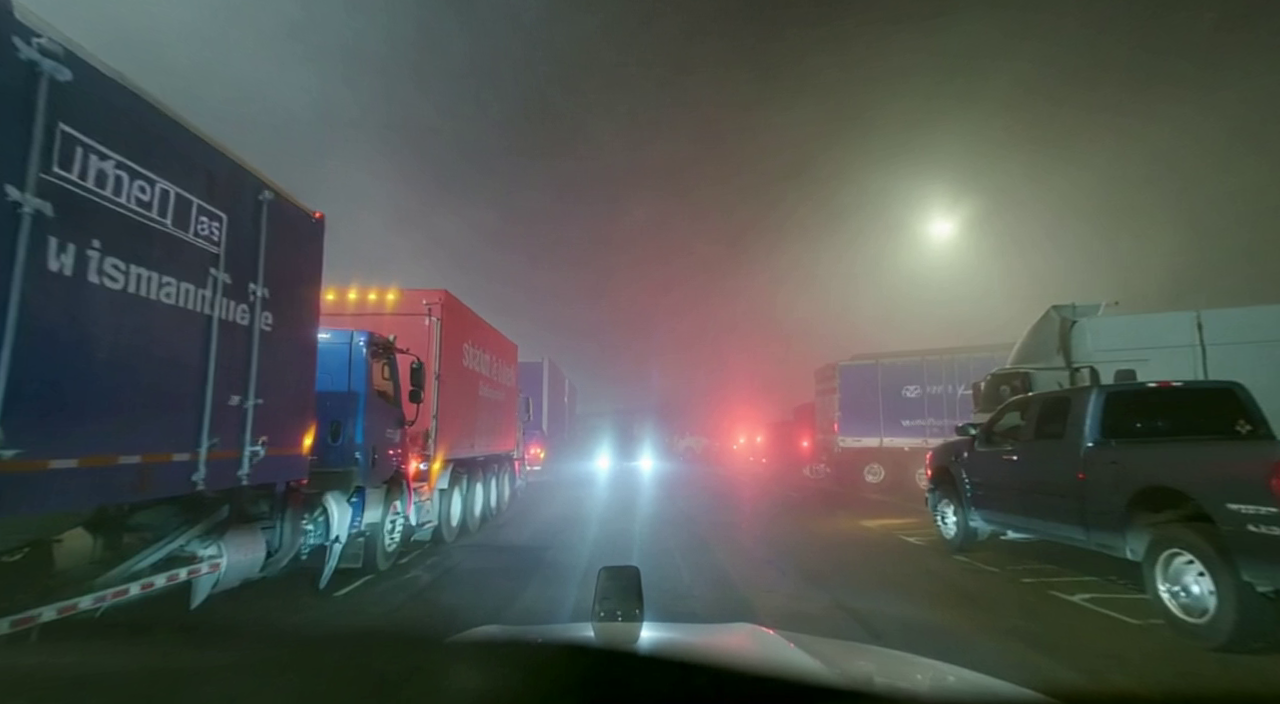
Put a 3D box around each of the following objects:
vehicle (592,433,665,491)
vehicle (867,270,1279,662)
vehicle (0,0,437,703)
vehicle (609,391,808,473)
[{"bbox_3d":[-0.404,3.566,20.521,2.140,1.682,3.971,0,-9,-2],"label":"vehicle"},{"bbox_3d":[5.127,1.158,7.071,2.570,2.439,6.392,0,-9,-1],"label":"vehicle"},{"bbox_3d":[-3.971,0.472,4.612,2.844,3.085,6.941,0,-9,-2],"label":"vehicle"},{"bbox_3d":[3.438,4.838,38.649,2.877,4.124,14.516,2,-7,-37],"label":"vehicle"}]
